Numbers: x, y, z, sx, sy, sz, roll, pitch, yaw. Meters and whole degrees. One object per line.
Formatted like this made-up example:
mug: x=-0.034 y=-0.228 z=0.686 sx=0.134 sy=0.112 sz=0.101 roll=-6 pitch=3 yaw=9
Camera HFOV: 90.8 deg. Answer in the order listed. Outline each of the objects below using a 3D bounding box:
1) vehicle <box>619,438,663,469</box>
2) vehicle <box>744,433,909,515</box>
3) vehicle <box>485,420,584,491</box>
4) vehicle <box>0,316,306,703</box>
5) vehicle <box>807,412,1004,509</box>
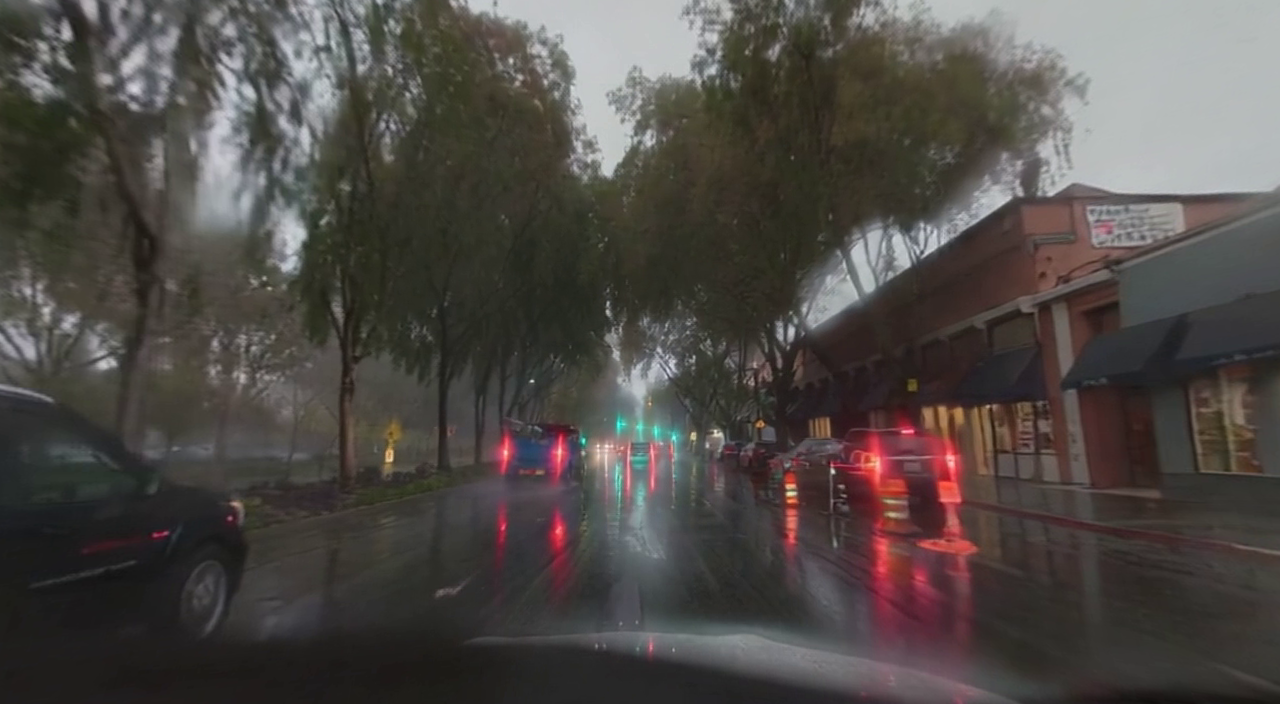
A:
vehicle: x=-0.022 y=6.114 z=38.111 sx=2.413 sy=1.748 sz=4.406 roll=0 pitch=-8 yaw=-2
vehicle: x=4.100 y=2.757 z=14.831 sx=2.082 sy=1.601 sz=4.451 roll=1 pitch=-8 yaw=-6
vehicle: x=-3.357 y=3.482 z=21.501 sx=2.424 sy=2.063 sz=5.678 roll=0 pitch=-8 yaw=-1
vehicle: x=-3.623 y=0.750 z=2.354 sx=2.327 sy=1.775 sz=4.430 roll=0 pitch=-8 yaw=0
vehicle: x=6.653 y=2.828 z=16.898 sx=2.921 sy=2.166 sz=5.422 roll=0 pitch=-8 yaw=1
